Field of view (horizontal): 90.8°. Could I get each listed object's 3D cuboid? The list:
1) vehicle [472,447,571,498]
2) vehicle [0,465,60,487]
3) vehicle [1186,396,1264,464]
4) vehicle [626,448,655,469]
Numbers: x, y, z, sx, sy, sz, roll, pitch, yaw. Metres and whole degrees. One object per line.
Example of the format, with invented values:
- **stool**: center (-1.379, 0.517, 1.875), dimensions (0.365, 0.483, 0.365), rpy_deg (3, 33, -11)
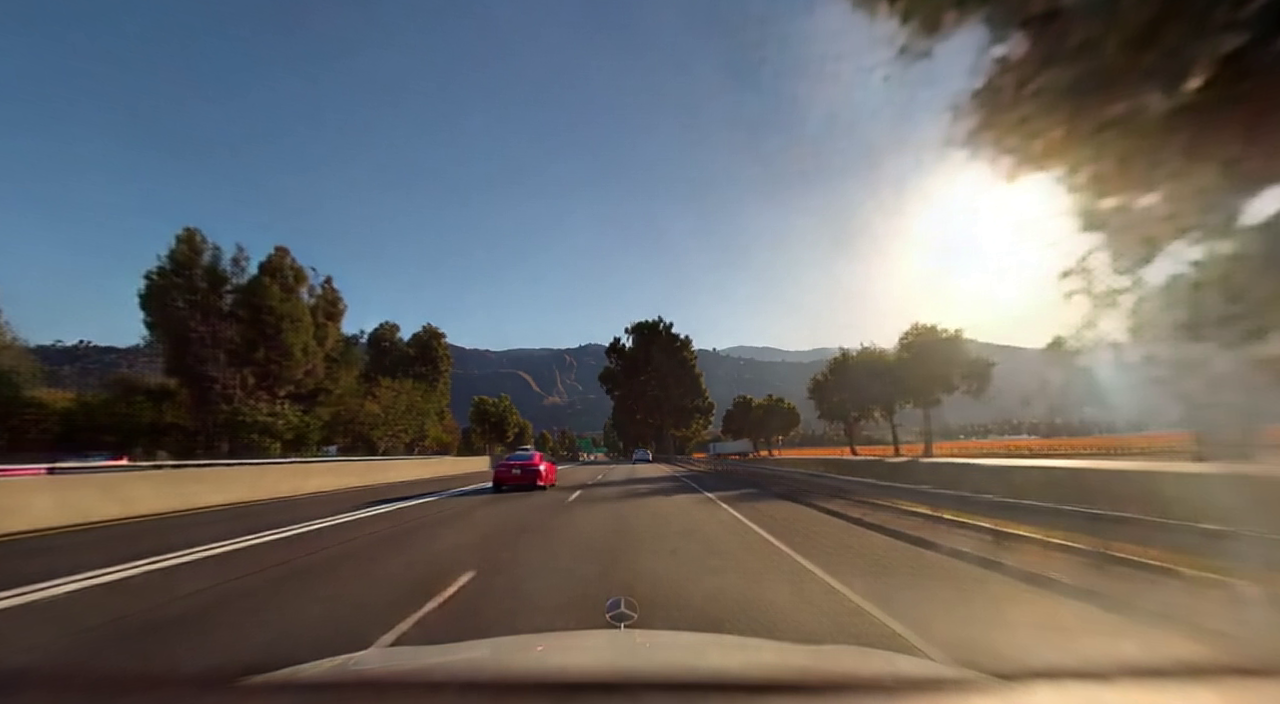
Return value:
- **vehicle**: center (-3.672, 3.825, 20.491), dimensions (2.170, 1.451, 4.584), rpy_deg (0, -9, 2)
- **vehicle**: center (-47.424, 9.512, 48.248), dimensions (1.793, 1.486, 4.598), rpy_deg (-4, -9, 0)
- **vehicle**: center (39.395, 5.377, 42.234), dimensions (3.039, 3.917, 12.688), rpy_deg (-8, -12, 44)
- **vehicle**: center (0.043, 7.880, 46.848), dimensions (2.079, 1.450, 3.942), rpy_deg (0, -9, 0)
